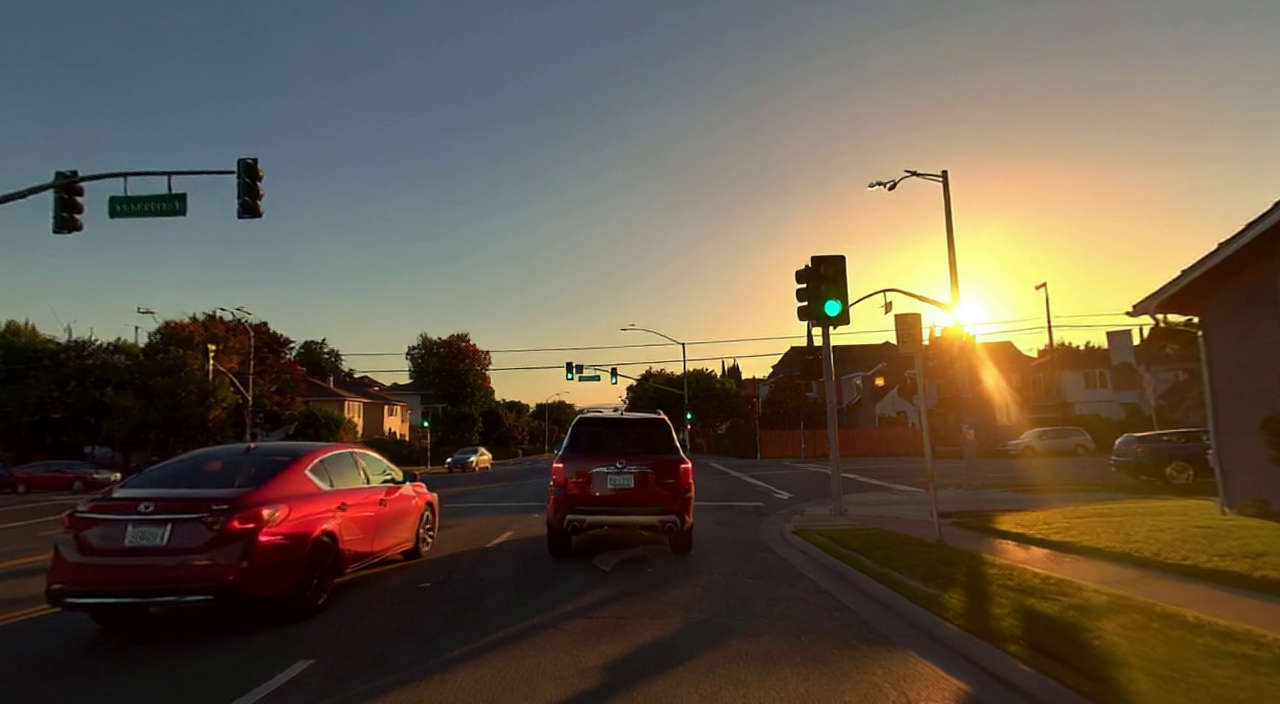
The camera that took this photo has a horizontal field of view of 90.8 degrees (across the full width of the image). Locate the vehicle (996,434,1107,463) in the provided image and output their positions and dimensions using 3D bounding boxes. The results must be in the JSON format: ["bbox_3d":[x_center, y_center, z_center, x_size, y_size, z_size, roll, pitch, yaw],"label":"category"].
[{"bbox_3d":[21.362,5.023,32.995,4.353,1.431,1.876,-2,-9,14],"label":"vehicle"}]

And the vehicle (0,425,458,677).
[{"bbox_3d":[-3.331,1.495,5.954,1.934,1.459,4.368,0,-8,0],"label":"vehicle"}]

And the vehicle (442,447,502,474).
[{"bbox_3d":[-9.615,6.243,36.602,2.028,1.474,4.637,-1,-8,3],"label":"vehicle"}]

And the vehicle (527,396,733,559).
[{"bbox_3d":[-0.180,1.801,9.762,2.396,1.881,4.606,0,-8,-2],"label":"vehicle"}]

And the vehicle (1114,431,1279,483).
[{"bbox_3d":[17.236,3.081,18.654,4.715,1.439,1.874,-2,-9,14],"label":"vehicle"}]
